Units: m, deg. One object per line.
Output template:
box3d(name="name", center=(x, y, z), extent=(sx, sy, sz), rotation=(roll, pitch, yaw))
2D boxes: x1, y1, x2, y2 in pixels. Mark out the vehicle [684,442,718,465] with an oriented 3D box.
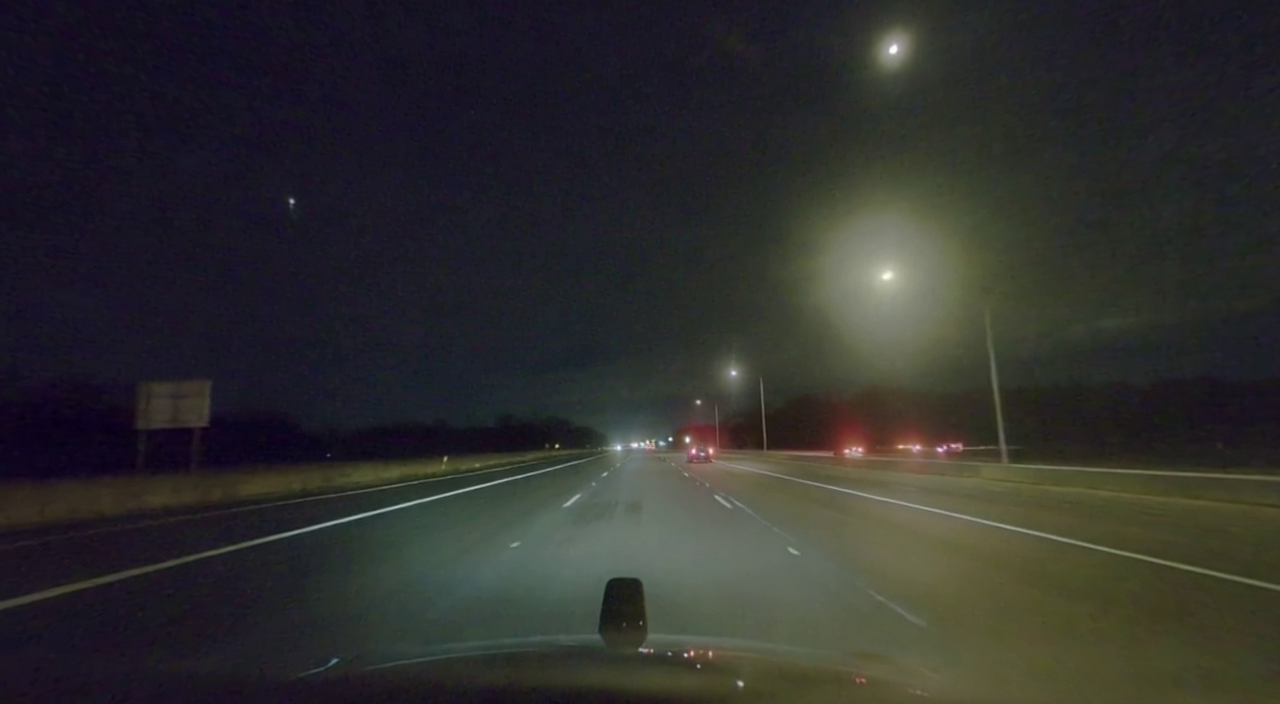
box3d(name="vehicle", center=(4.232, 7.110, 44.479), extent=(2.003, 1.520, 4.058), rotation=(0, -8, 0))
